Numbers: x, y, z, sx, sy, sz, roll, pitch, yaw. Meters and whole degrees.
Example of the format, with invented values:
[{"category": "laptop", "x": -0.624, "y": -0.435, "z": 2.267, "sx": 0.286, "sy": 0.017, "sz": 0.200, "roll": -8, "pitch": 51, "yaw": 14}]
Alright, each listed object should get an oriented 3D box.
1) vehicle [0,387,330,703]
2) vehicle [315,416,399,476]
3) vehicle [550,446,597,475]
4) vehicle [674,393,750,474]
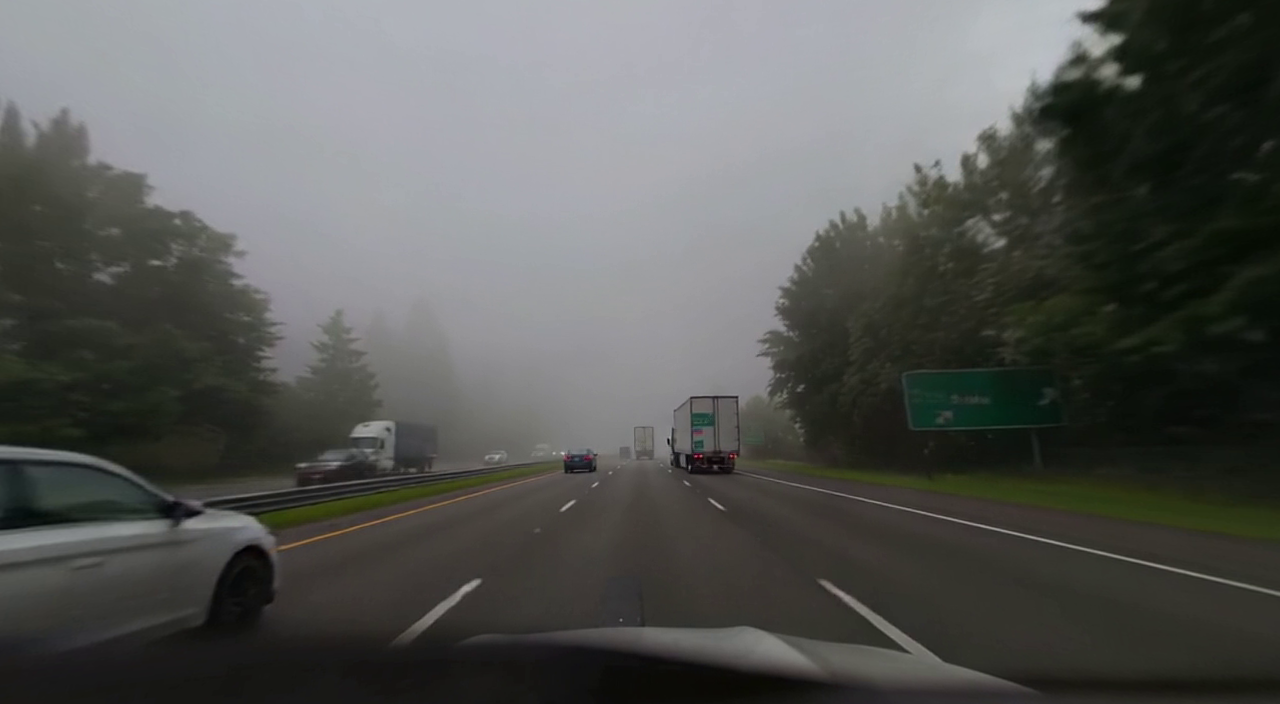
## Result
[{"category": "vehicle", "x": -3.353, "y": 0.873, "z": 2.108, "sx": 2.104, "sy": 1.526, "sz": 4.940, "roll": 0, "pitch": -9, "yaw": 0}, {"category": "vehicle", "x": -19.524, "y": 6.580, "z": 43.967, "sx": 3.011, "sy": 3.819, "sz": 5.956, "roll": 0, "pitch": -9, "yaw": 0}, {"category": "vehicle", "x": -3.525, "y": 5.863, "z": 34.304, "sx": 2.121, "sy": 1.445, "sz": 4.651, "roll": 0, "pitch": -9, "yaw": 0}, {"category": "vehicle", "x": 4.027, "y": 5.273, "z": 39.446, "sx": 2.974, "sy": 4.083, "sz": 14.389, "roll": 0, "pitch": -9, "yaw": 0}]
